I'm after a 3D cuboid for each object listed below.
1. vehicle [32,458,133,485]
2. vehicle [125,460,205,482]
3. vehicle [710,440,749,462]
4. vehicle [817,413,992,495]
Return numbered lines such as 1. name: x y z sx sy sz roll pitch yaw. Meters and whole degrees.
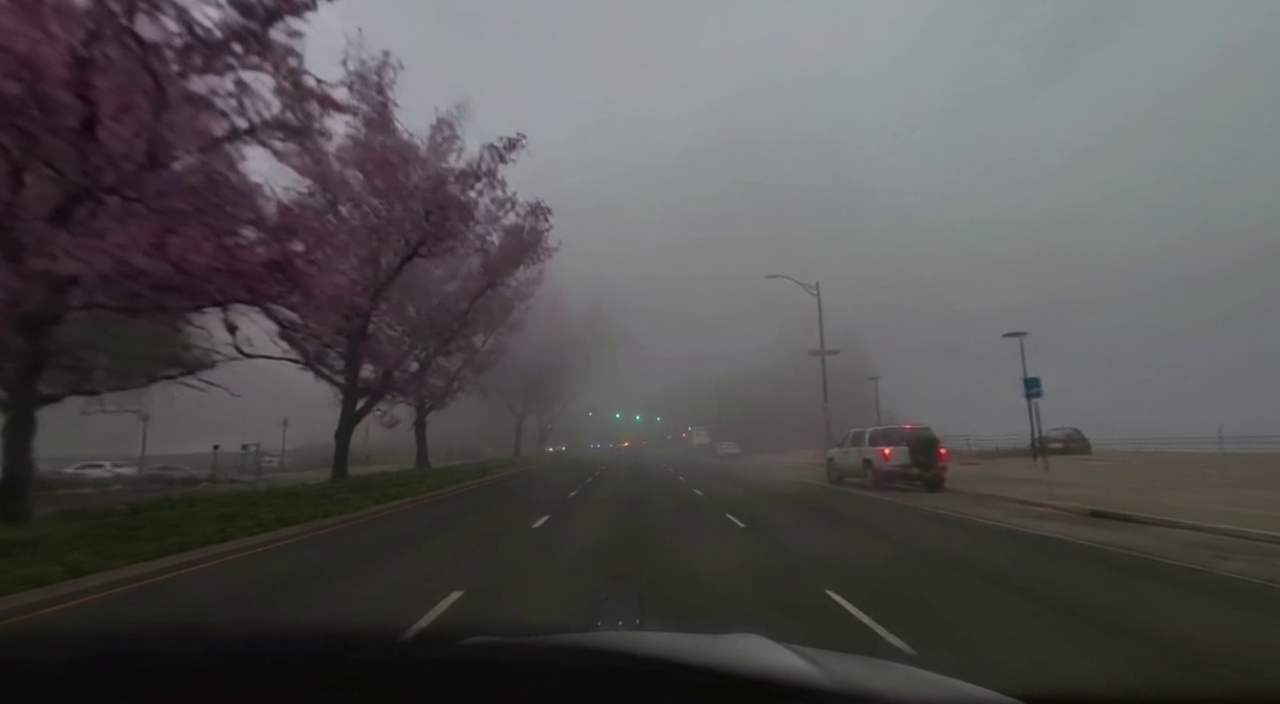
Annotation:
1. vehicle: -34.225 7.333 38.866 4.207 1.473 1.821 1 -9 -11
2. vehicle: -33.991 8.521 45.341 4.077 1.429 1.997 2 -9 -17
3. vehicle: 6.466 7.221 46.225 1.891 1.456 4.909 0 -8 -3
4. vehicle: 6.921 2.766 17.411 2.450 1.892 5.107 0 -8 -2
